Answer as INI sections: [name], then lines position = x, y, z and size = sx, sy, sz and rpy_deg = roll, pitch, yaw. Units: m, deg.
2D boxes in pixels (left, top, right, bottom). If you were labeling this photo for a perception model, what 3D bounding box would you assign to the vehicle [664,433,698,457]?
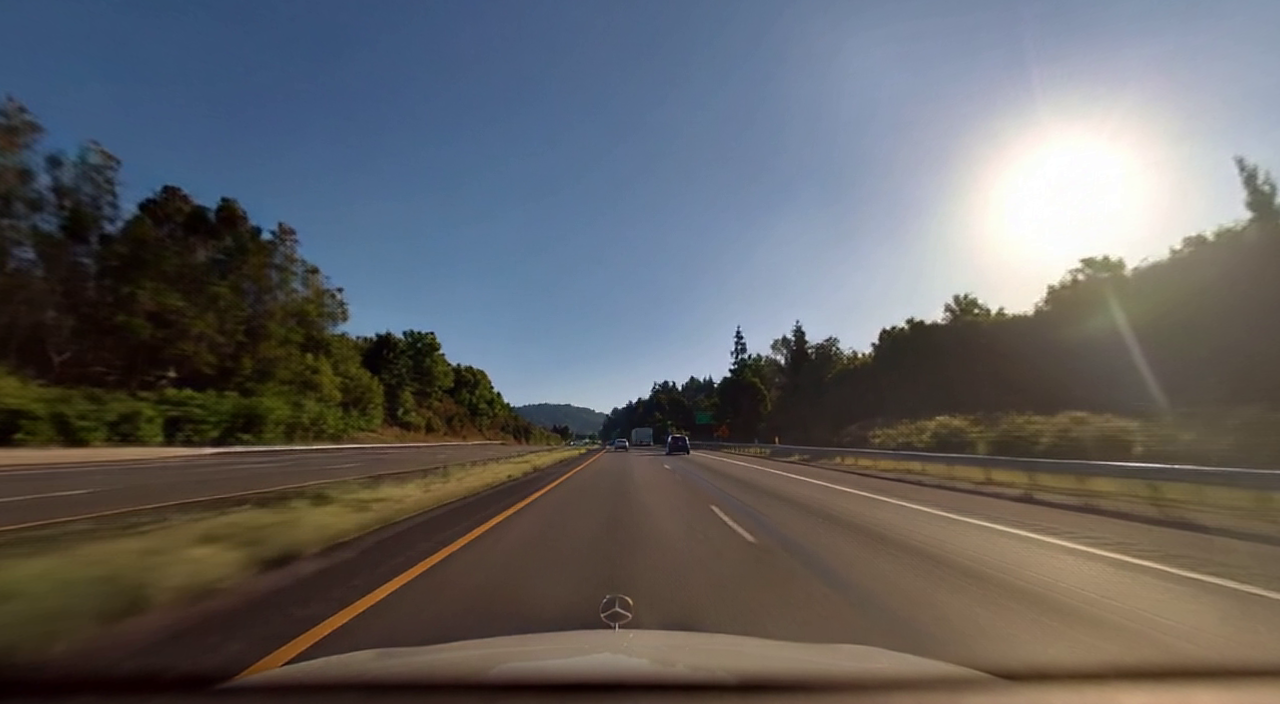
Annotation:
[vehicle]
position = 3.040, 6.906, 47.204
size = 2.085, 1.681, 4.436
rpy_deg = 0, -8, -2
